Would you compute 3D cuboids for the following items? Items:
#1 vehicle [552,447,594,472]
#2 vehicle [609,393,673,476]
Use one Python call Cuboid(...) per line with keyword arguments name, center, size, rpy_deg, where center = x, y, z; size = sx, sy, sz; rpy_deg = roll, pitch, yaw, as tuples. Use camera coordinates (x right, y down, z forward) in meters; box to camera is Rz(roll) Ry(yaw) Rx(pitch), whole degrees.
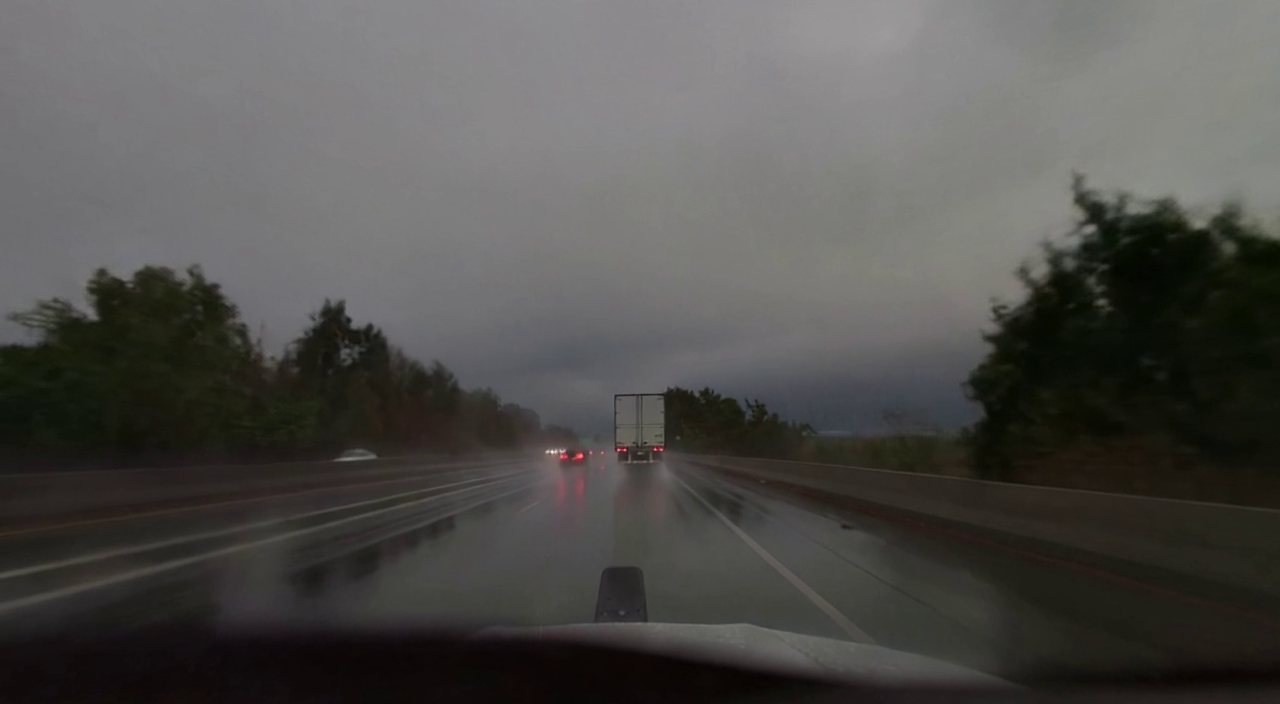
Cuboid(name="vehicle", center=(-4.208, 6.849, 40.322), size=(2.206, 1.478, 4.824), rpy_deg=(0, -9, 0))
Cuboid(name="vehicle", center=(0.011, 4.584, 33.994), size=(2.959, 3.828, 9.617), rpy_deg=(0, -9, 0))
